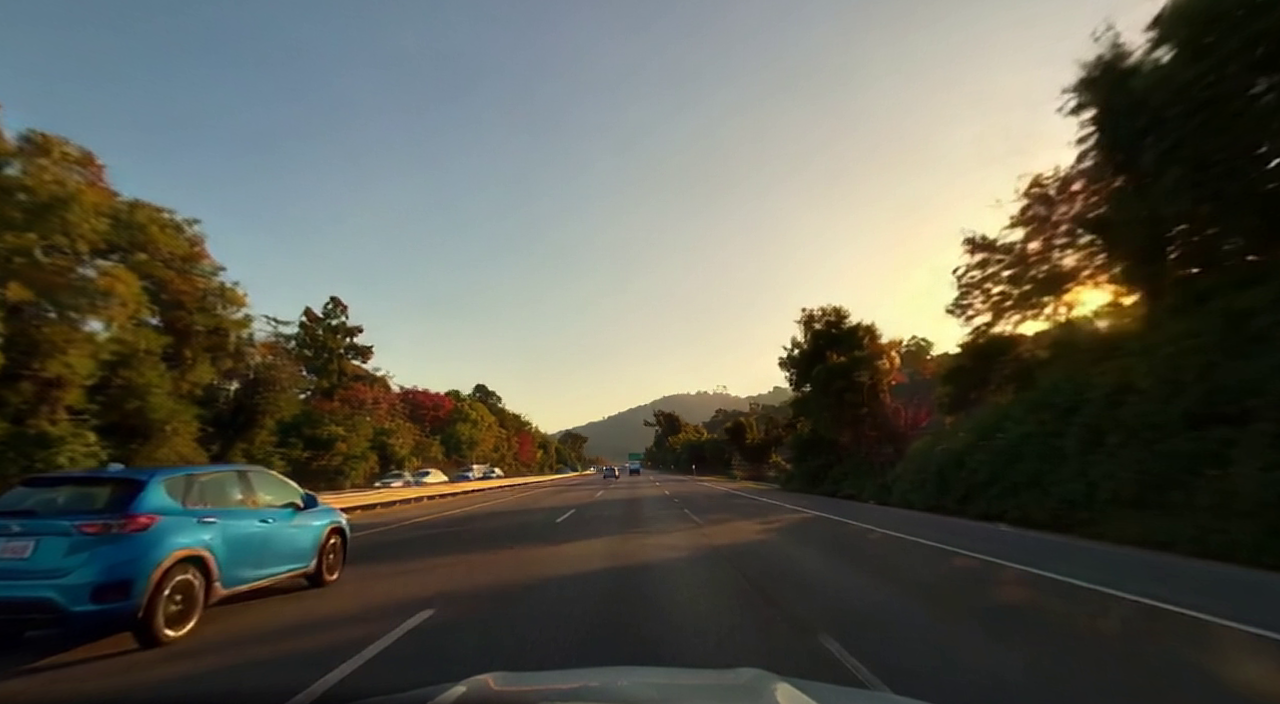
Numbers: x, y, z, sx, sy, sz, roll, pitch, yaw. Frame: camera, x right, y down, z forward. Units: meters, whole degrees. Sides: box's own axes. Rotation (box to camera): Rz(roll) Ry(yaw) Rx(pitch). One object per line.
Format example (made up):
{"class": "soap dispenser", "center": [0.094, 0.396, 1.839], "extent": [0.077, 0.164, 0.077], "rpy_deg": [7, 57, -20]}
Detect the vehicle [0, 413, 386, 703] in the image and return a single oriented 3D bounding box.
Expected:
{"class": "vehicle", "center": [-3.902, 1.441, 5.257], "extent": [1.797, 1.532, 4.072], "rpy_deg": [1, -10, 0]}
